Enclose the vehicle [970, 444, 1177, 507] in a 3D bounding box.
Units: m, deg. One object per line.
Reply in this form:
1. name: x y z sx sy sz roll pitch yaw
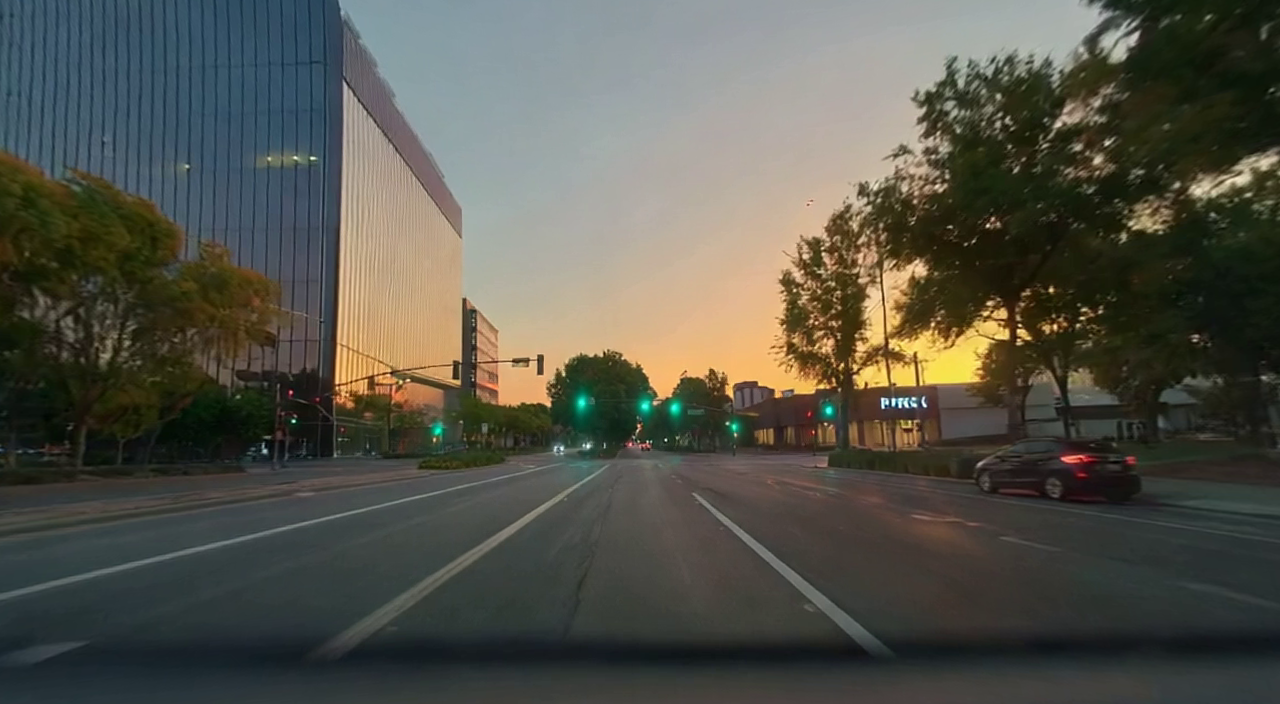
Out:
1. vehicle: 11.007 3.132 16.614 1.834 1.388 4.794 0 -8 -4
